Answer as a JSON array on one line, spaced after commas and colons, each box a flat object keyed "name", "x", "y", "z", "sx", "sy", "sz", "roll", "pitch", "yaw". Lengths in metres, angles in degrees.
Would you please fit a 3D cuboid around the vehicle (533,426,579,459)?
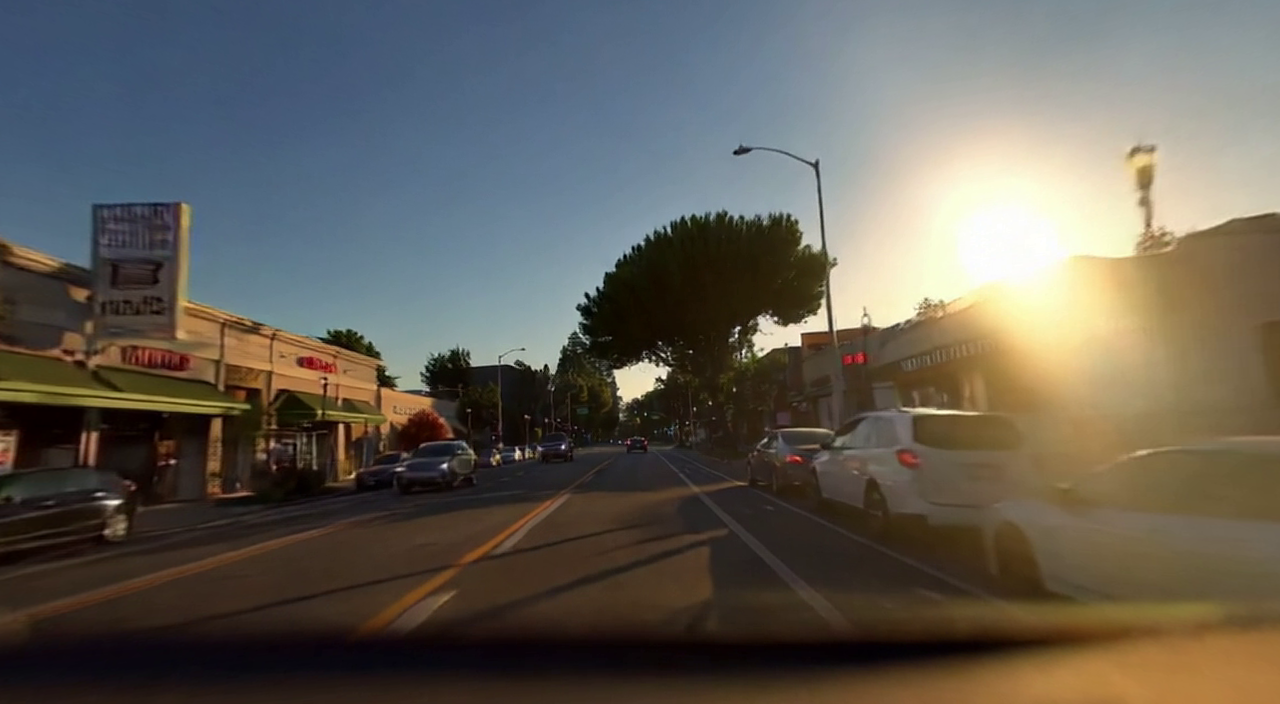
[{"name": "vehicle", "x": -5.609, "y": 6.159, "z": 43.123, "sx": 2.267, "sy": 2.070, "sz": 5.719, "roll": 0, "pitch": -8, "yaw": 1}]

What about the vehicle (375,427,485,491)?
[{"name": "vehicle", "x": -6.703, "y": 3.455, "z": 20.782, "sx": 2.044, "sy": 1.839, "sz": 4.512, "roll": 0, "pitch": -8, "yaw": 0}]

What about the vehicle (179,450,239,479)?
[{"name": "vehicle", "x": -26.607, "y": 6.901, "z": 38.956, "sx": 4.394, "sy": 1.609, "sz": 1.971, "roll": -7, "pitch": -11, "yaw": 42}]

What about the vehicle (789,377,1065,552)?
[{"name": "vehicle", "x": 3.839, "y": 1.607, "z": 9.559, "sx": 1.976, "sy": 2.001, "sz": 4.430, "roll": 0, "pitch": -8, "yaw": -1}]

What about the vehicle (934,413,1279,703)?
[{"name": "vehicle", "x": 3.905, "y": 1.144, "z": 3.881, "sx": 1.876, "sy": 1.468, "sz": 4.672, "roll": -5, "pitch": -9, "yaw": 0}]

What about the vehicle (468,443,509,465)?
[{"name": "vehicle", "x": -10.812, "y": 7.276, "z": 45.270, "sx": 1.784, "sy": 1.502, "sz": 4.344, "roll": 0, "pitch": -8, "yaw": 1}]

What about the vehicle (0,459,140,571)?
[{"name": "vehicle", "x": -10.749, "y": 2.632, "z": 10.355, "sx": 1.930, "sy": 1.621, "sz": 3.853, "roll": 0, "pitch": -8, "yaw": -1}]
